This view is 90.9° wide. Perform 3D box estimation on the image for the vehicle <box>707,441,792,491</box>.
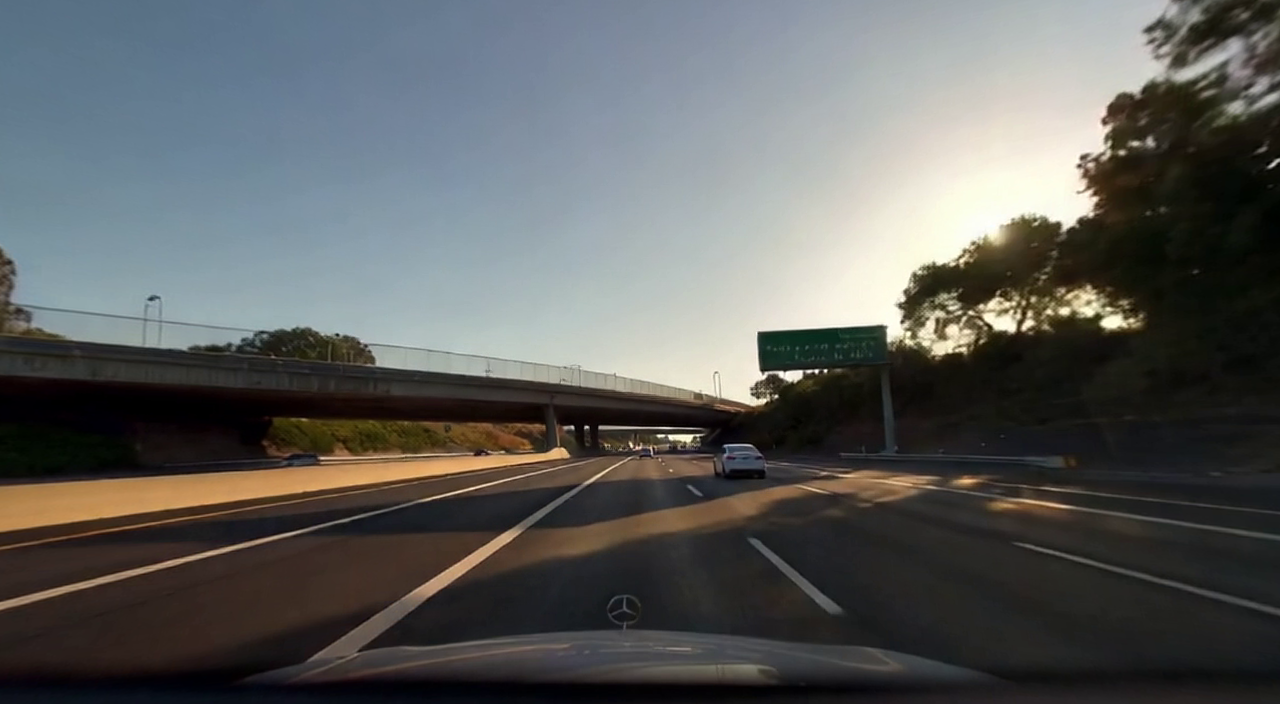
[{"bbox_3d":[3.595,3.839,21.595,1.999,1.492,4.673,0,-9,-1],"label":"vehicle"}]
